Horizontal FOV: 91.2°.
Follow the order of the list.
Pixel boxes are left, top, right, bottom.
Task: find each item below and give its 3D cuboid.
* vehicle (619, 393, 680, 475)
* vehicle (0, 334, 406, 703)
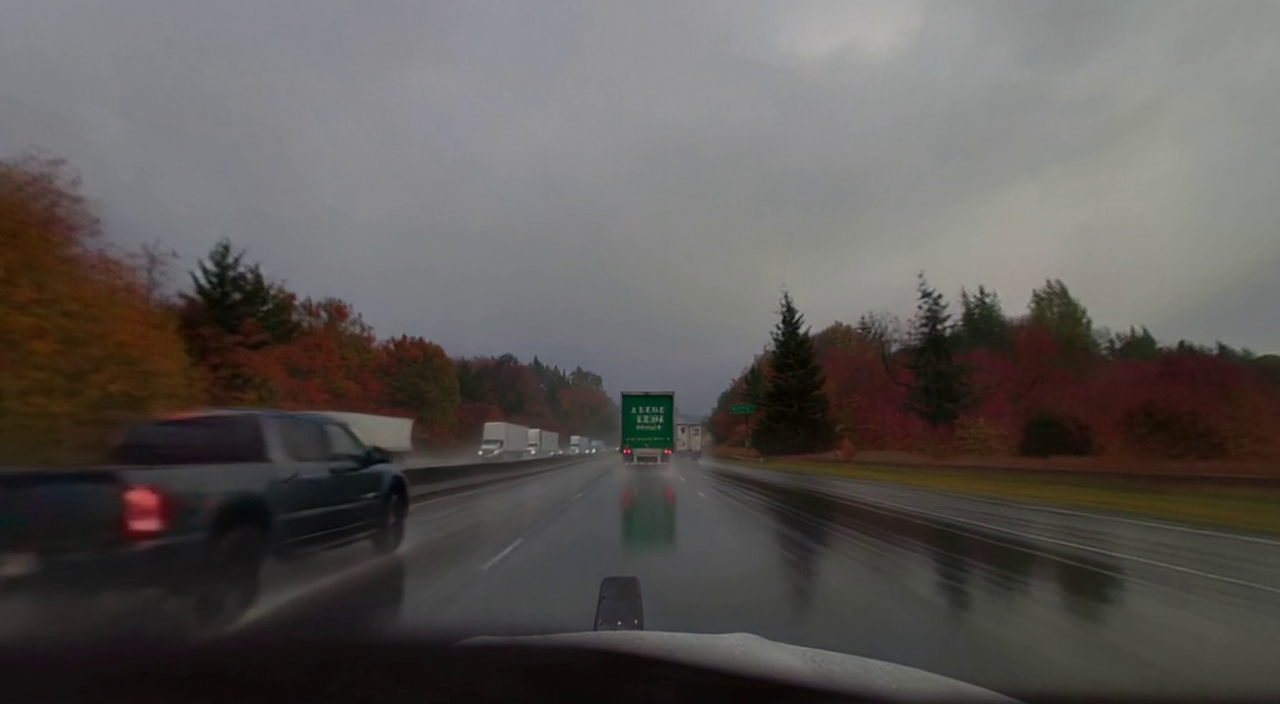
[{"bbox_3d":[0.465,4.892,36.679,3.057,4.073,10.792,0,-9,0],"label":"vehicle"},{"bbox_3d":[-3.734,1.117,4.782,2.097,1.711,4.594,0,-9,0],"label":"vehicle"}]
